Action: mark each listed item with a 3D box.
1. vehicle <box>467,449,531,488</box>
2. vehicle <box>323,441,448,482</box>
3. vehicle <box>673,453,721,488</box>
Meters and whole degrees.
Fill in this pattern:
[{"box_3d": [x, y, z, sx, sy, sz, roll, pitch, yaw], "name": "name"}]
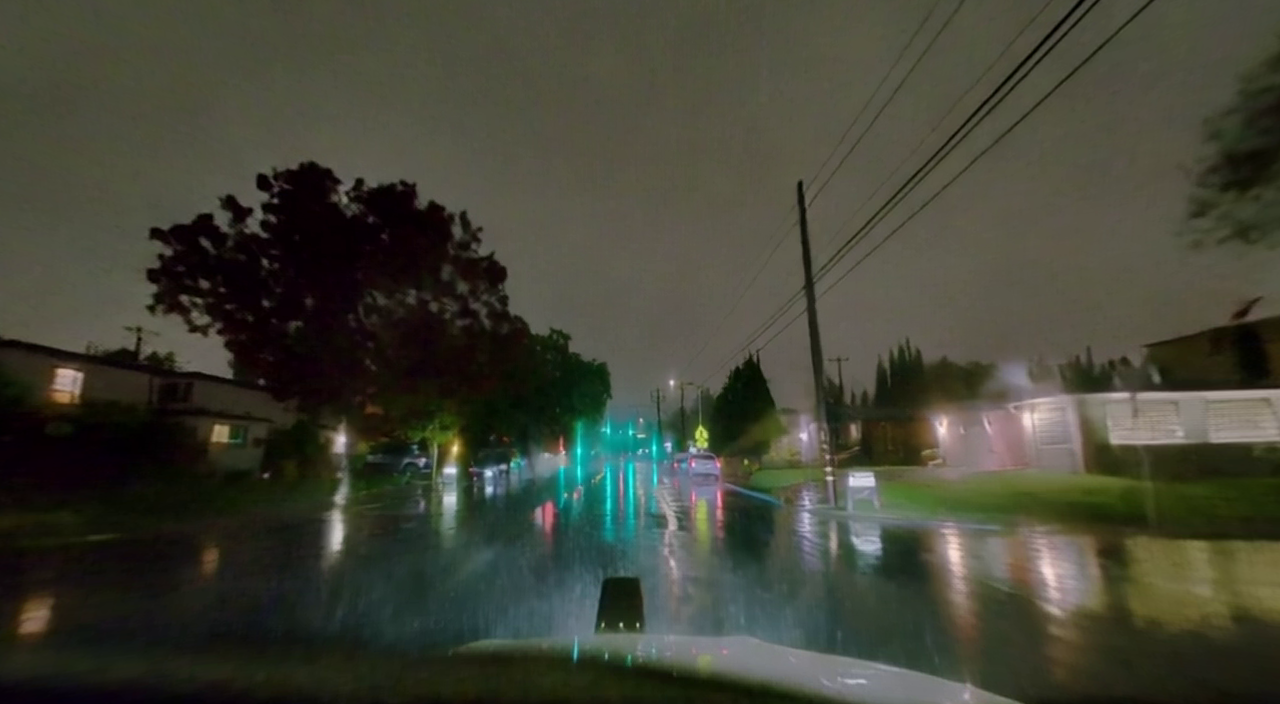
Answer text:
[{"box_3d": [-7.521, 6.329, 34.414, 2.266, 1.877, 5.167, -1, -10, 0], "name": "vehicle"}, {"box_3d": [-15.633, 6.754, 39.146, 6.526, 2.046, 2.522, 3, -9, -2], "name": "vehicle"}, {"box_3d": [2.803, 5.924, 31.902, 1.896, 1.602, 4.571, 2, -9, -1], "name": "vehicle"}]
